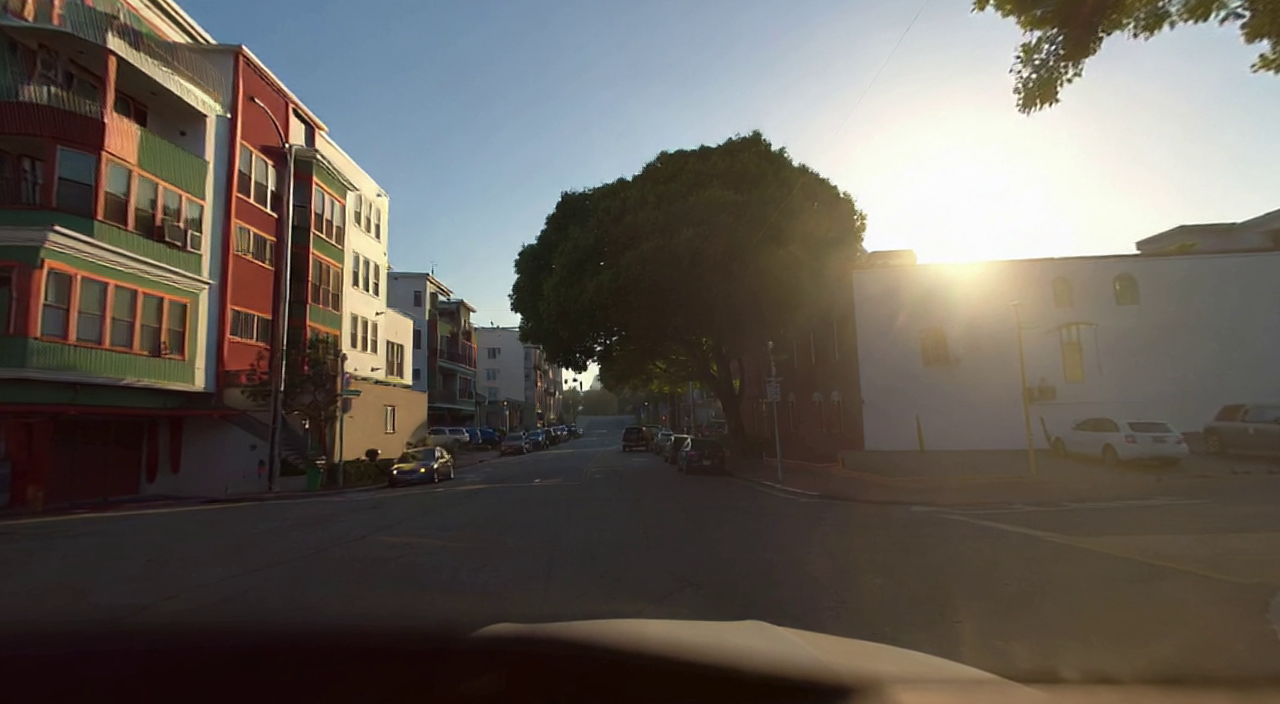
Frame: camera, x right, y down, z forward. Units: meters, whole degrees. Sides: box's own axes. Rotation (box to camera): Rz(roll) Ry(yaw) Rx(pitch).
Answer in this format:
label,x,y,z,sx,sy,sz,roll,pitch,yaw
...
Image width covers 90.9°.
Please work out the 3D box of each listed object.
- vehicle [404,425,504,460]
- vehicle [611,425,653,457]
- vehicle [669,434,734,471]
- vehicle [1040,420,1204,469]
label,x,y,z,sx,sy,sz,roll,pitch,yaw
vehicle,-11.450,5.588,38.871,5.540,1.950,2.113,4,-12,-28
vehicle,-0.493,5.483,38.693,2.412,1.834,4.636,0,-8,0
vehicle,2.514,4.299,27.068,2.290,1.456,4.503,0,-8,-1
vehicle,15.293,2.959,20.139,3.752,1.453,1.709,0,-9,2
